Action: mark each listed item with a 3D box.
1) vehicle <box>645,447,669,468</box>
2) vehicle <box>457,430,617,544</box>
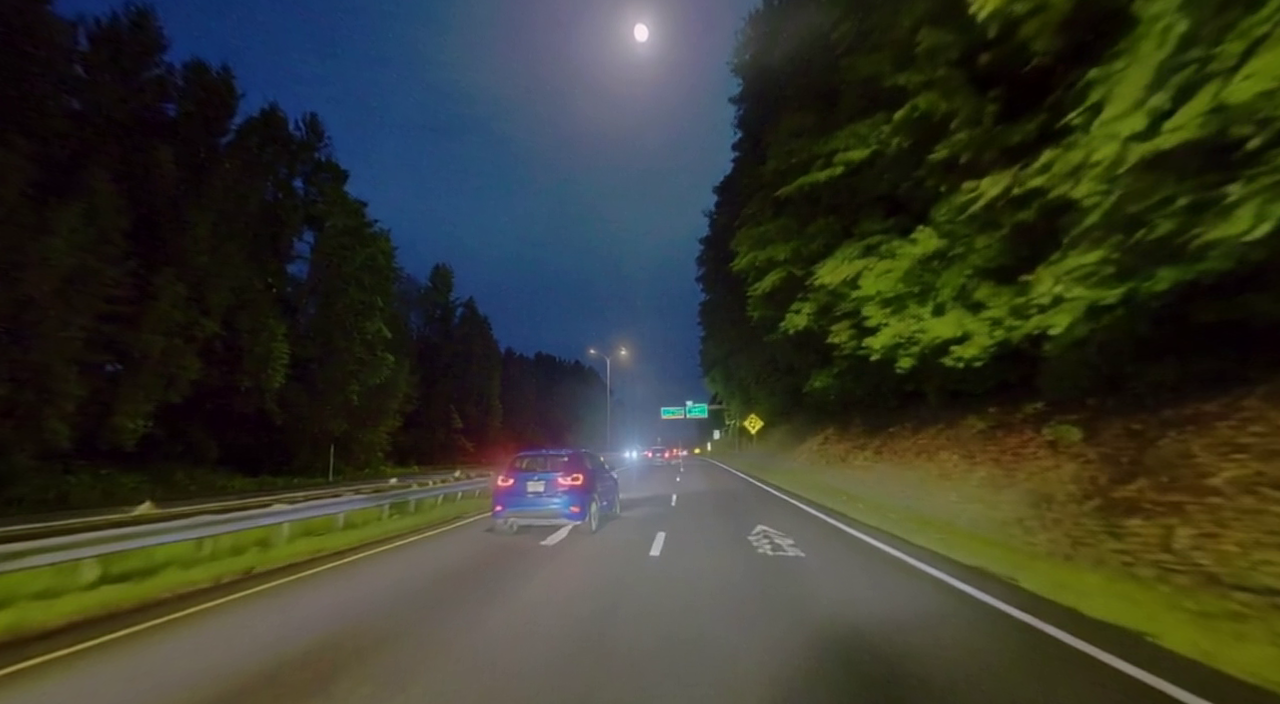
[{"bbox_3d":[1.342,8.150,48.931,1.675,1.537,3.574,-1,-9,3],"label":"vehicle"},{"bbox_3d":[-1.506,2.152,10.574,1.846,1.566,3.525,-1,-9,4],"label":"vehicle"}]
